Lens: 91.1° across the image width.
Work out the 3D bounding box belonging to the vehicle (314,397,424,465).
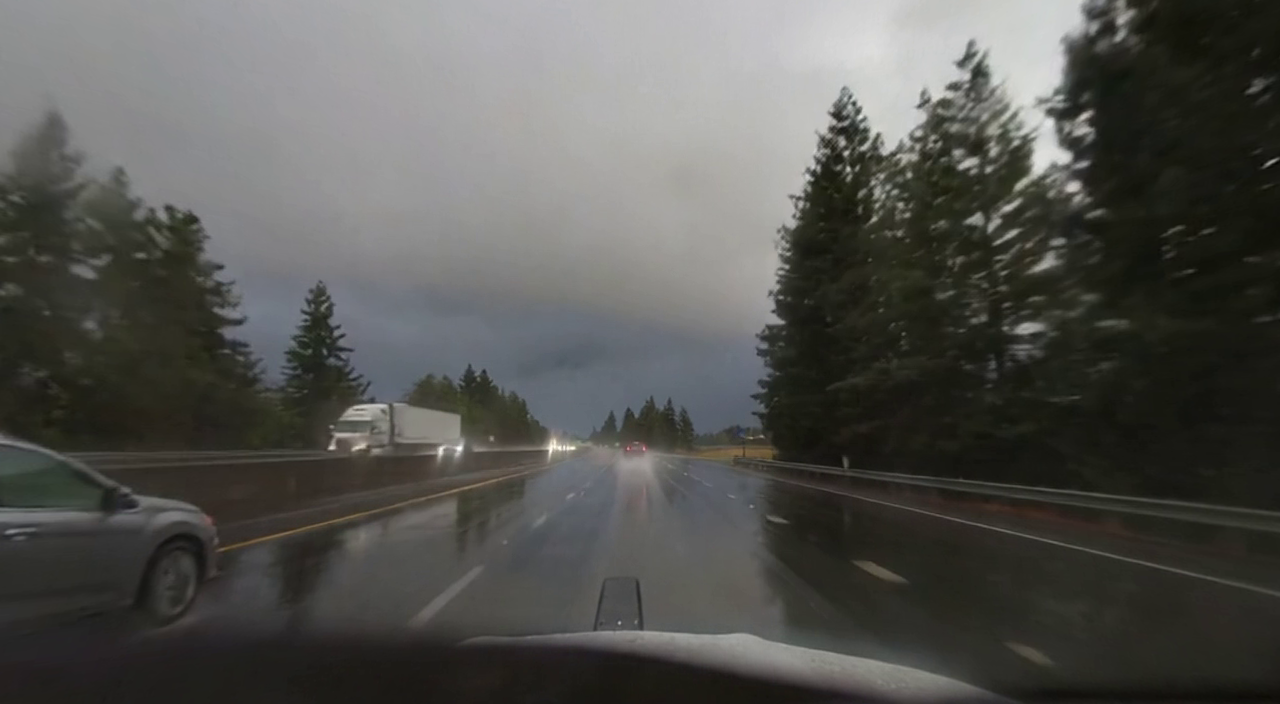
[{"bbox_3d":[-17.652,5.413,42.044,3.032,3.990,10.140,0,-9,-1],"label":"vehicle"}]

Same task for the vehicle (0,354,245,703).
[{"bbox_3d":[-3.995,0.807,2.371,2.111,1.717,4.426,0,-9,0],"label":"vehicle"}]
